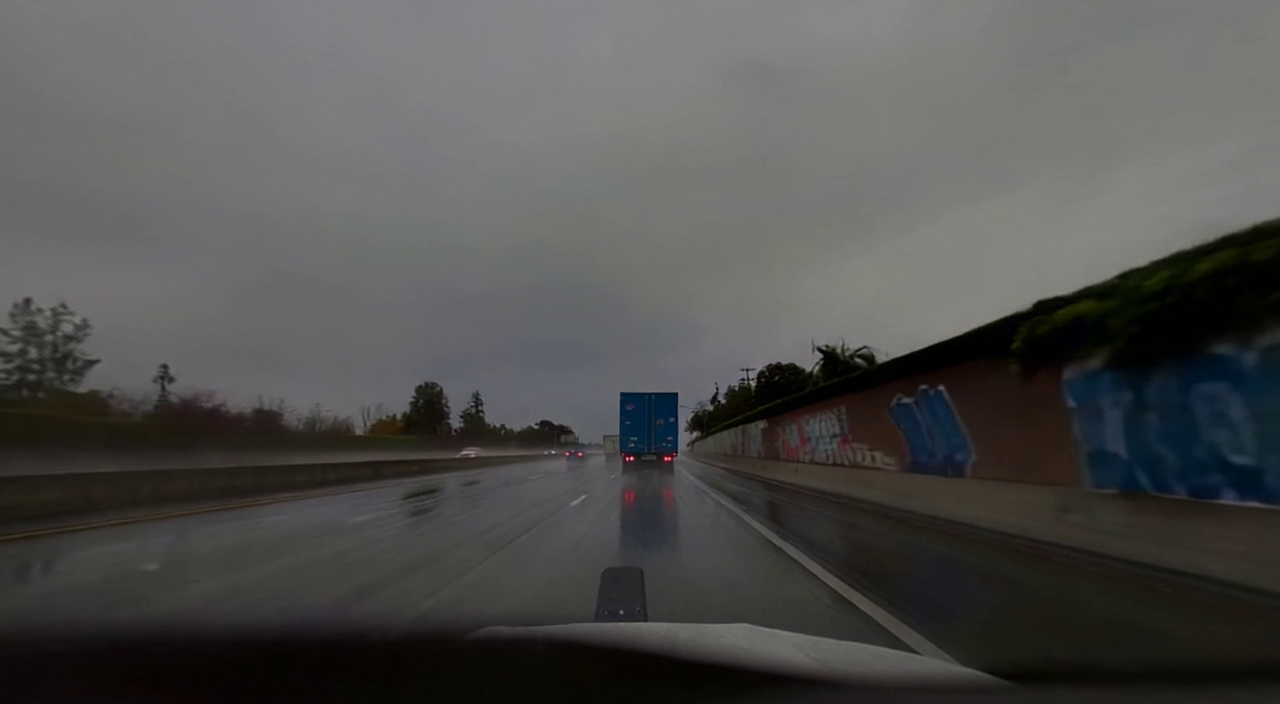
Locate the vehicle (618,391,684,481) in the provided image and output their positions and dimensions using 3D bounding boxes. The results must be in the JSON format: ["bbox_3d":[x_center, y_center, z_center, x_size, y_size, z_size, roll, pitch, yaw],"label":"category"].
[{"bbox_3d":[0.571,4.625,33.994,2.997,4.069,10.871,0,-9,1],"label":"vehicle"}]
